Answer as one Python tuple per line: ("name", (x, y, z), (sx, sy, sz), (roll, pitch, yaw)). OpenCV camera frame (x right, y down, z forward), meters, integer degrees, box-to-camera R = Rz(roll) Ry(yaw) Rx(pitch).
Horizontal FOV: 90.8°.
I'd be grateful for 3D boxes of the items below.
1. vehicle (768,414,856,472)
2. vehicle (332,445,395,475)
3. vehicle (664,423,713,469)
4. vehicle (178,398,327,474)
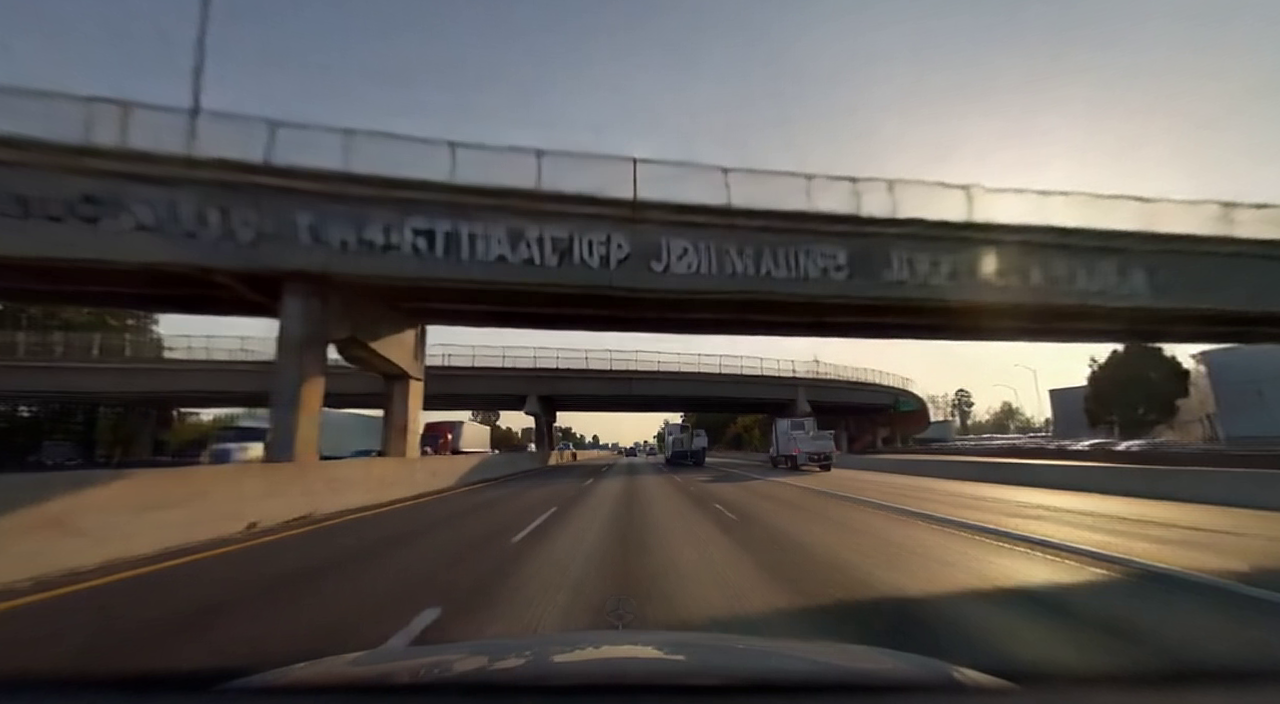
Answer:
("vehicle", (10.937, 6.011, 41.371), (2.912, 3.293, 9.588), (0, -9, -1))
("vehicle", (-13.785, 5.386, 31.637), (1.578, 1.376, 3.354), (0, -9, 0))
("vehicle", (3.411, 6.884, 46.360), (2.742, 3.054, 7.537), (0, -9, -2))
("vehicle", (-21.170, 4.753, 35.287), (3.105, 3.748, 8.035), (0, -9, 0))
